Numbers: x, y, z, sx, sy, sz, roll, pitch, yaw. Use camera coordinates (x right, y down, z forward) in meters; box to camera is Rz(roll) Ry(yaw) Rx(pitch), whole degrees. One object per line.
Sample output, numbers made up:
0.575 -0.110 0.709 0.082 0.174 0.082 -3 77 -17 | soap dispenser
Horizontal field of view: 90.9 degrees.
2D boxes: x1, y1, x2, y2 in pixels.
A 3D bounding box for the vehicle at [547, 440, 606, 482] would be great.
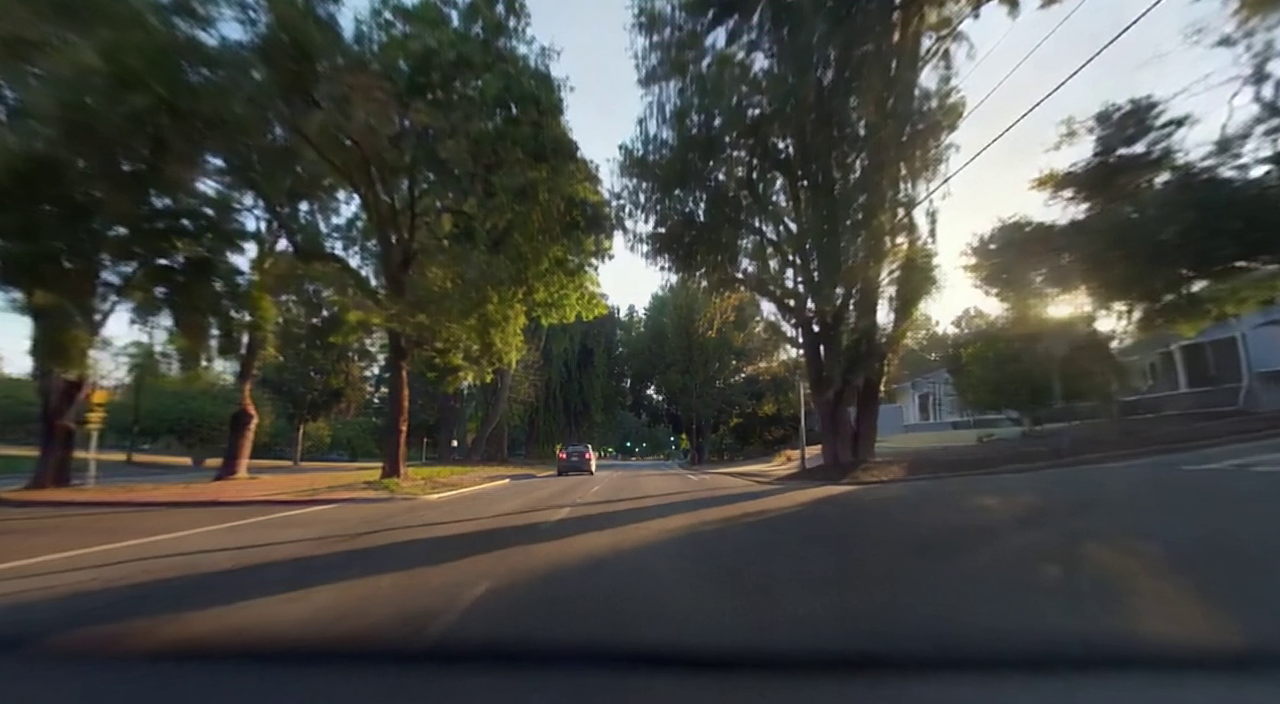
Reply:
-2.666 4.675 27.371 2.016 1.694 4.335 0 -8 1 | vehicle
